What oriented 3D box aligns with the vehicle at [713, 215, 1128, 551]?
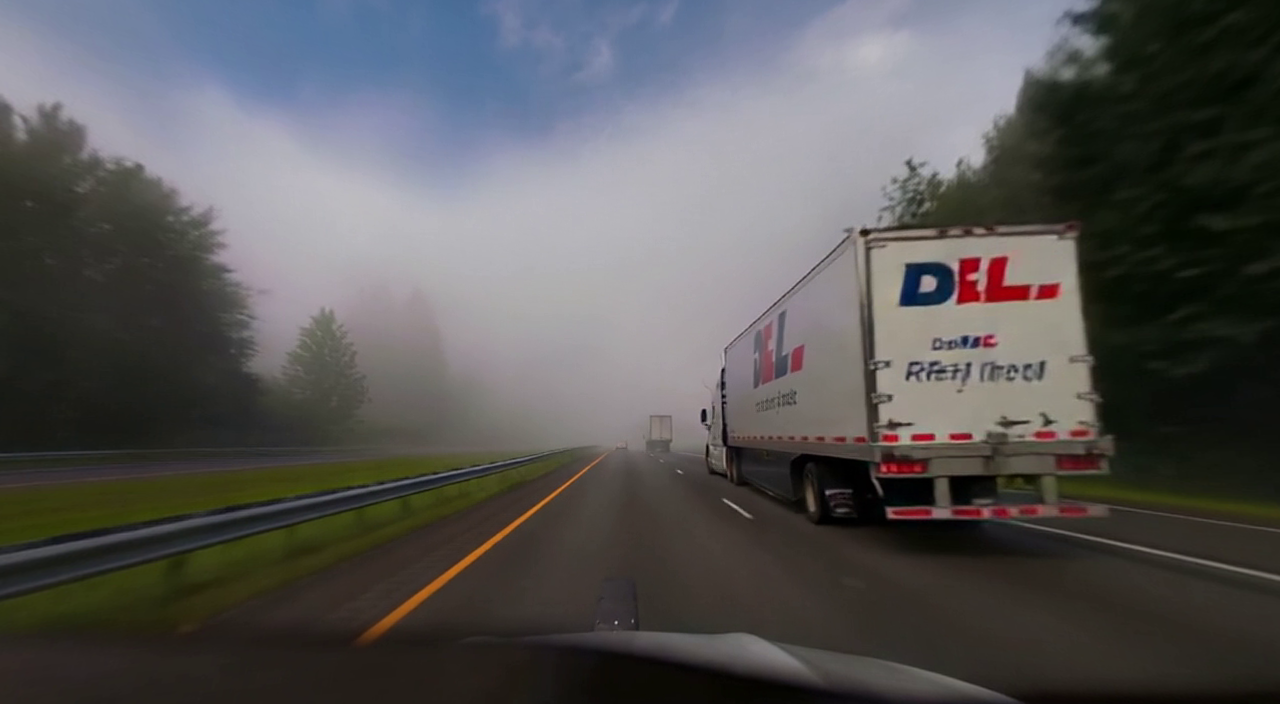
[{"bbox_3d":[4.124,1.291,14.650,2.871,4.072,14.183,0,-8,-1],"label":"vehicle"}]
